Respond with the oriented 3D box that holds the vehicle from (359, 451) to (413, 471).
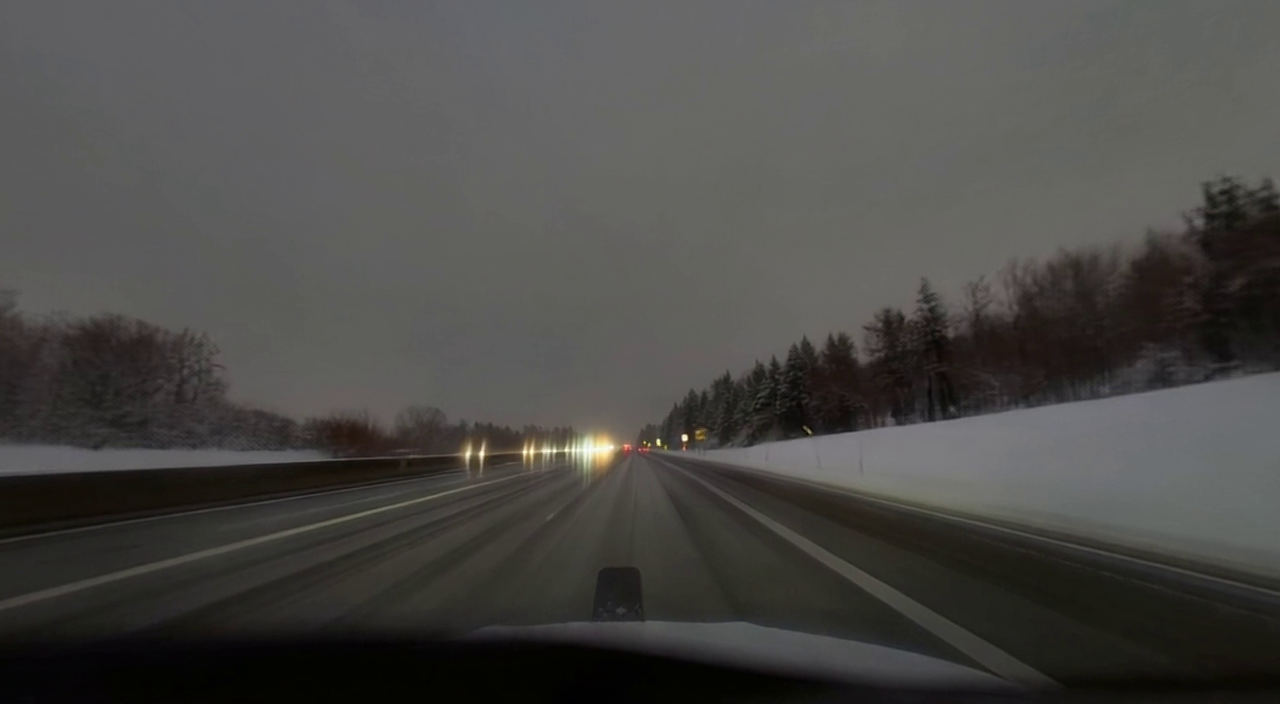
[{"bbox_3d":[-18.317,7.844,45.739,2.133,1.364,4.258,0,-9,1],"label":"vehicle"}]
